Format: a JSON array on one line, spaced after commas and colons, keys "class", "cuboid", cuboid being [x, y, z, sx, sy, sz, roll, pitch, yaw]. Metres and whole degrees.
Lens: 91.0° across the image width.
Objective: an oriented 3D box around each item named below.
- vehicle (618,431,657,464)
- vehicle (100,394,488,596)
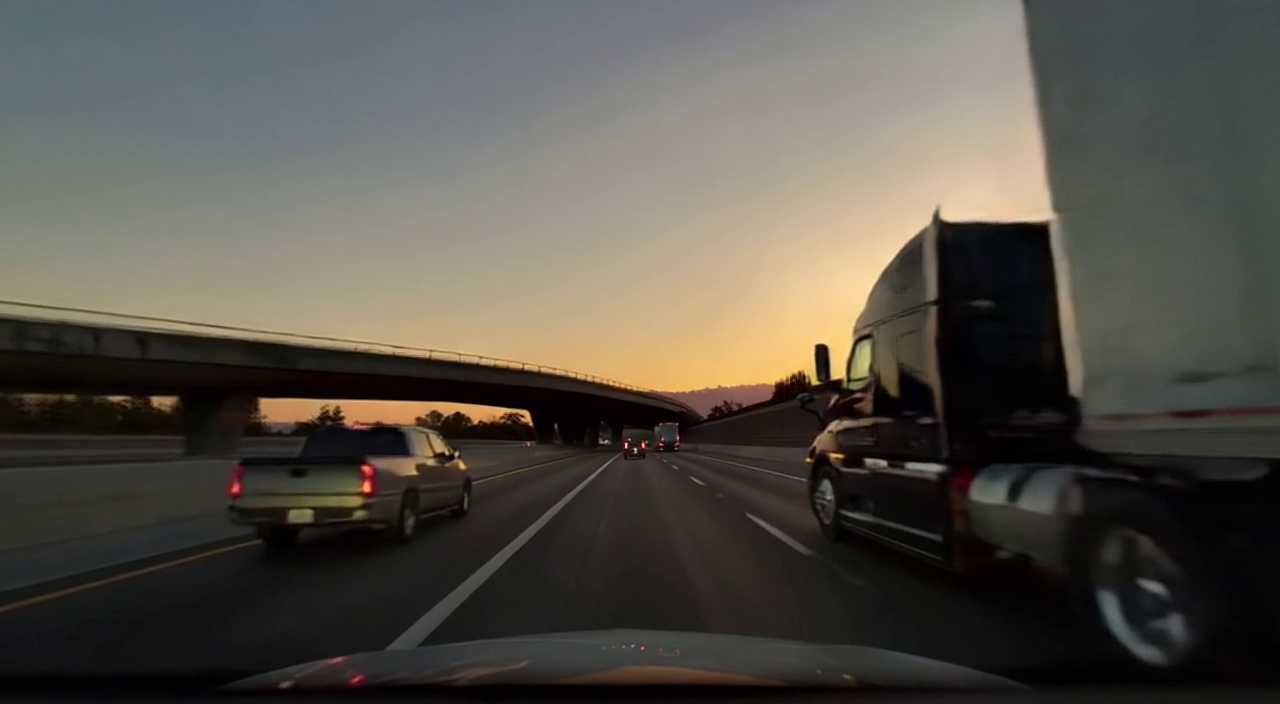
[{"class": "vehicle", "cuboid": [-0.206, 6.390, 42.288, 2.456, 2.007, 4.728, 0, -8, -2]}, {"class": "vehicle", "cuboid": [-3.612, 1.586, 7.875, 2.326, 1.761, 4.450, 0, -8, 0]}]
